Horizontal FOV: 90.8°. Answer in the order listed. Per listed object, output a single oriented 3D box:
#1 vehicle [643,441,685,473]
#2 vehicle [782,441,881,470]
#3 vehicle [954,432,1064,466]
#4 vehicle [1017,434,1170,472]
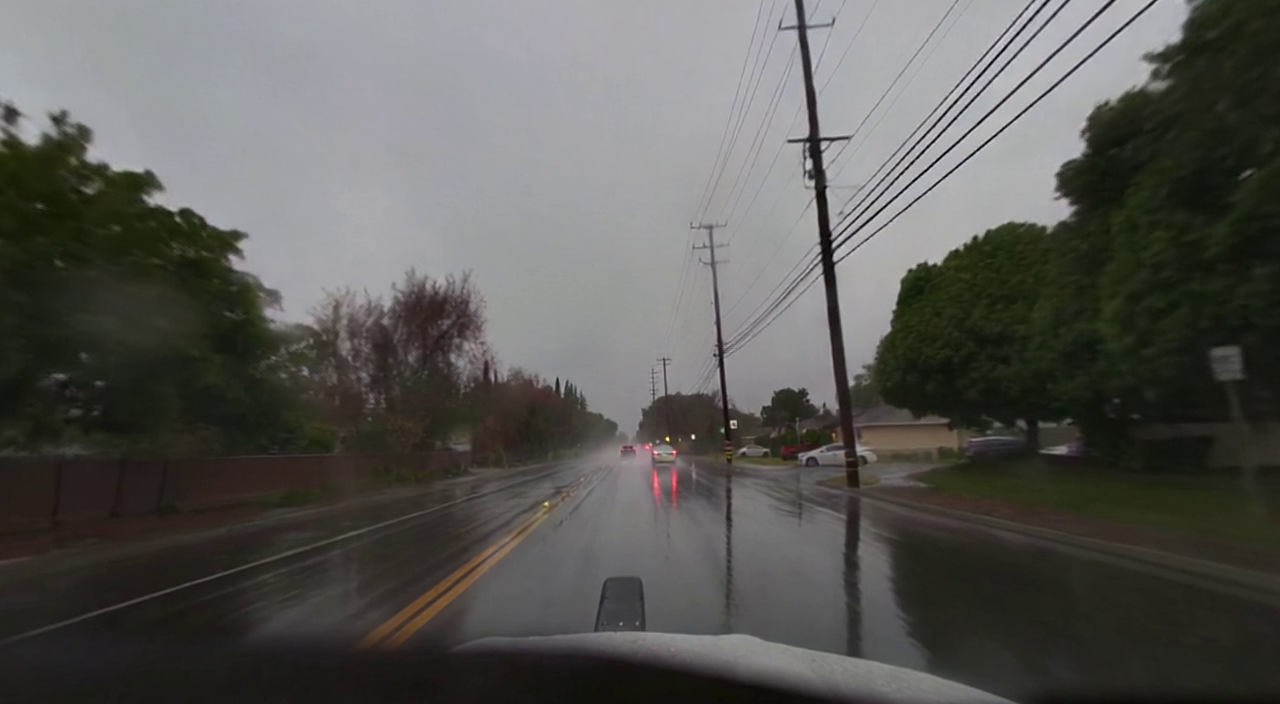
[{"bbox_3d":[1.167,5.319,32.269,1.975,1.497,3.647,0,-9,0],"label":"vehicle"},{"bbox_3d":[9.941,5.396,33.094,4.511,1.473,1.962,0,-8,-2],"label":"vehicle"},{"bbox_3d":[19.571,5.185,33.696,4.566,1.691,1.996,0,-9,0],"label":"vehicle"},{"bbox_3d":[19.303,4.327,27.063,4.869,1.477,2.076,-1,-9,2],"label":"vehicle"}]
